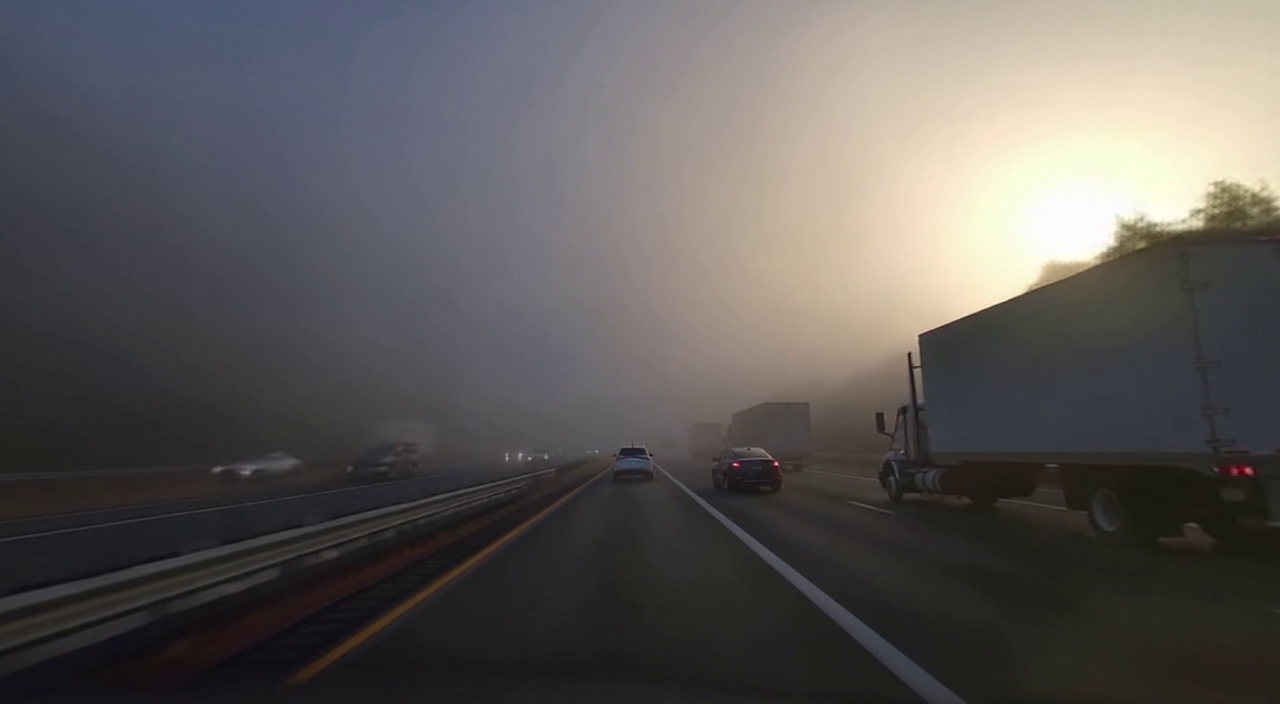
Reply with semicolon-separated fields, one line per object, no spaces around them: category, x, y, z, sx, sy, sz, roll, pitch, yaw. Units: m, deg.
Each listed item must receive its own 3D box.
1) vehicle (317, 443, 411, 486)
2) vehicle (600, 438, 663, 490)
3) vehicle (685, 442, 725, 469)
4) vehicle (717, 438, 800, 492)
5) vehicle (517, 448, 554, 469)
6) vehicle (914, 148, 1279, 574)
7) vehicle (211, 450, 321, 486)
vehicle;-11.630;4.767;26.949;2.074;1.655;4.124;0;-9;1
vehicle;-0.262;3.835;21.869;2.023;1.618;3.628;0;-9;0
vehicle;4.204;6.818;41.597;2.150;1.632;4.260;0;-9;0
vehicle;3.766;3.663;20.744;1.920;1.594;3.867;0;-9;0
vehicle;-7.671;7.830;46.610;2.002;1.433;3.694;-1;-9;3
vehicle;7.613;0.665;9.810;2.823;4.063;8.485;0;-9;0
vehicle;-16.362;5.058;27.894;1.932;1.433;4.529;-1;-9;2
